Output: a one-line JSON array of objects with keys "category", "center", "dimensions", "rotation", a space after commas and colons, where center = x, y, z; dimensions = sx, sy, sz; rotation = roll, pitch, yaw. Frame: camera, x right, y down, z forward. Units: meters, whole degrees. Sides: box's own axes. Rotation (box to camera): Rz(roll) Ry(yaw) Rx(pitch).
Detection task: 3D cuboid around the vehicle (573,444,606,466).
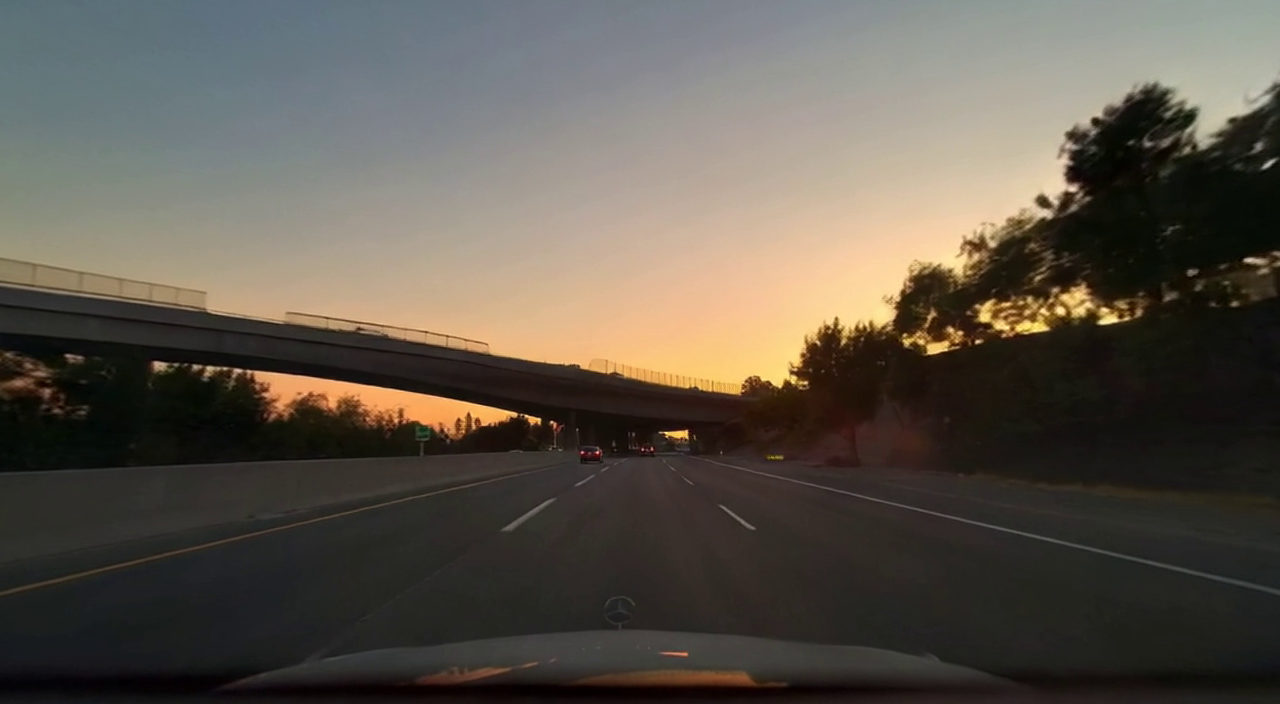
[{"category": "vehicle", "center": [-3.609, 7.498, 45.802], "dimensions": [2.001, 1.521, 3.900], "rotation": [-1, -9, 1]}]
